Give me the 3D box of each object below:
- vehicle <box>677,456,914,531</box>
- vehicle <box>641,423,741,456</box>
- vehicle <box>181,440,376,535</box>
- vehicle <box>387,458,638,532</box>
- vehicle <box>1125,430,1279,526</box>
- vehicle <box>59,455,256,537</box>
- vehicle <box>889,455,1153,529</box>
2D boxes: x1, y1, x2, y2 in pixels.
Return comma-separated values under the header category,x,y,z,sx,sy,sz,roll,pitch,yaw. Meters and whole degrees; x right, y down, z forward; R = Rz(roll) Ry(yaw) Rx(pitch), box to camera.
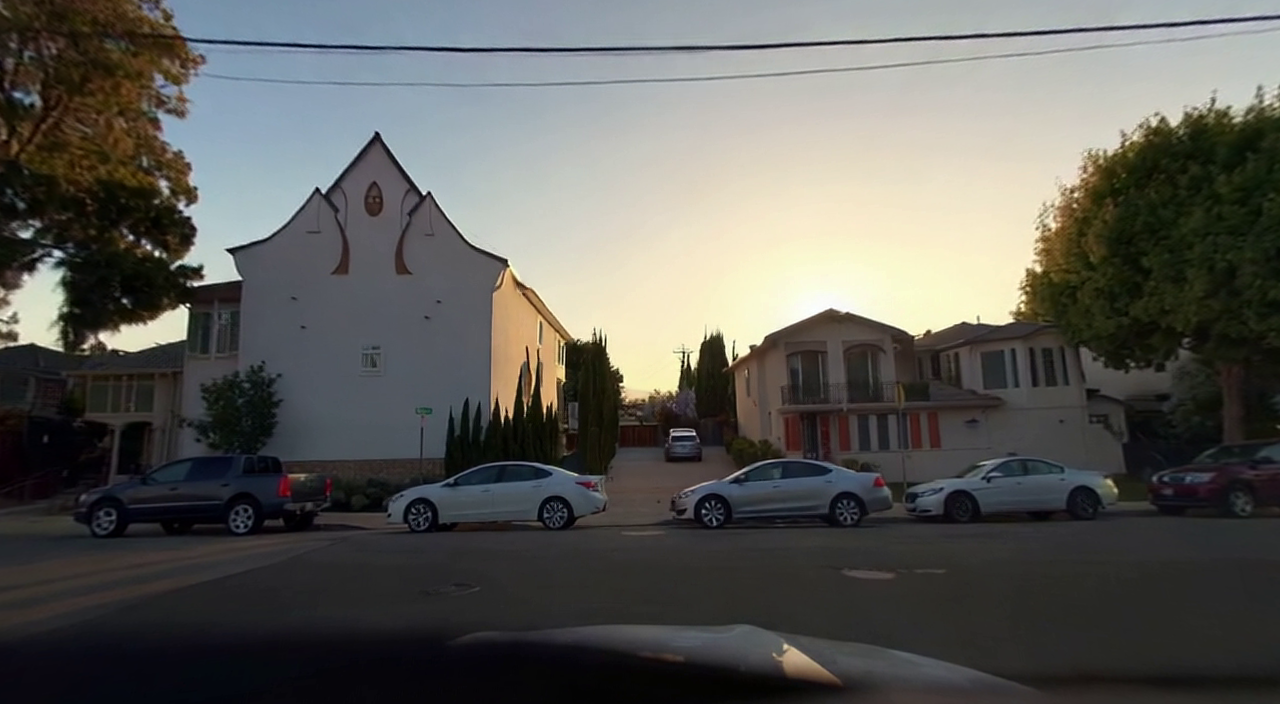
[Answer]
category,x,y,z,sx,sy,sz,roll,pitch,yaw
vehicle,3.197,3.028,13.699,4.663,1.452,1.801,0,-8,0
vehicle,2.369,4.183,30.033,4.565,1.479,1.775,0,-8,-2
vehicle,-8.621,3.212,15.649,2.046,1.969,4.585,0,-9,1
vehicle,-2.594,3.077,13.788,5.075,1.436,1.863,0,-8,0
vehicle,14.508,2.834,14.567,4.513,1.970,2.512,1,-8,-4
vehicle,-11.612,3.425,15.572,1.827,1.648,4.030,0,-9,-4
vehicle,8.337,3.055,14.049,4.785,1.471,1.798,1,-8,-4
